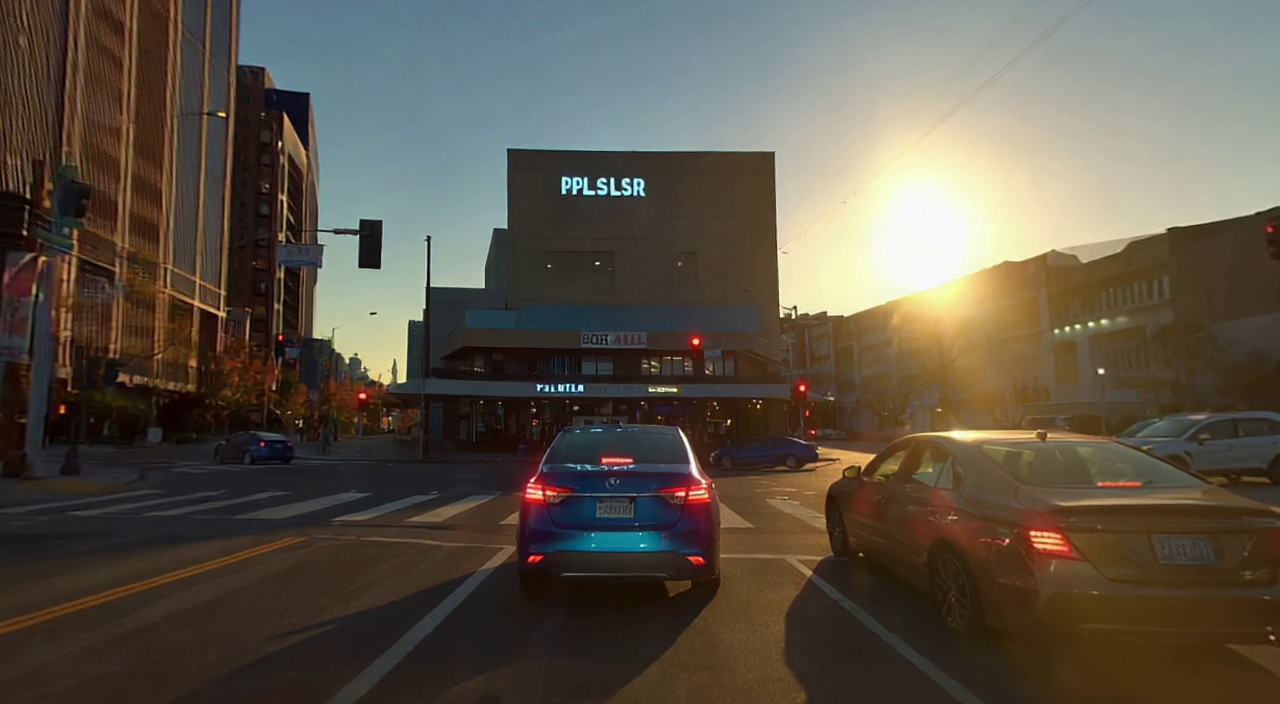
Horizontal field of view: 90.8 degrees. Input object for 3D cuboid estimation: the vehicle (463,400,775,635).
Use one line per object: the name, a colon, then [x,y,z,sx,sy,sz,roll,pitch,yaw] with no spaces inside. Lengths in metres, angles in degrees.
vehicle: [-0.144,1.477,6.738,2.123,1.589,4.702,0,-8,0]

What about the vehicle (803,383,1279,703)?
vehicle: [3.036,1.307,5.440,1.983,1.654,4.354,0,-8,-1]
